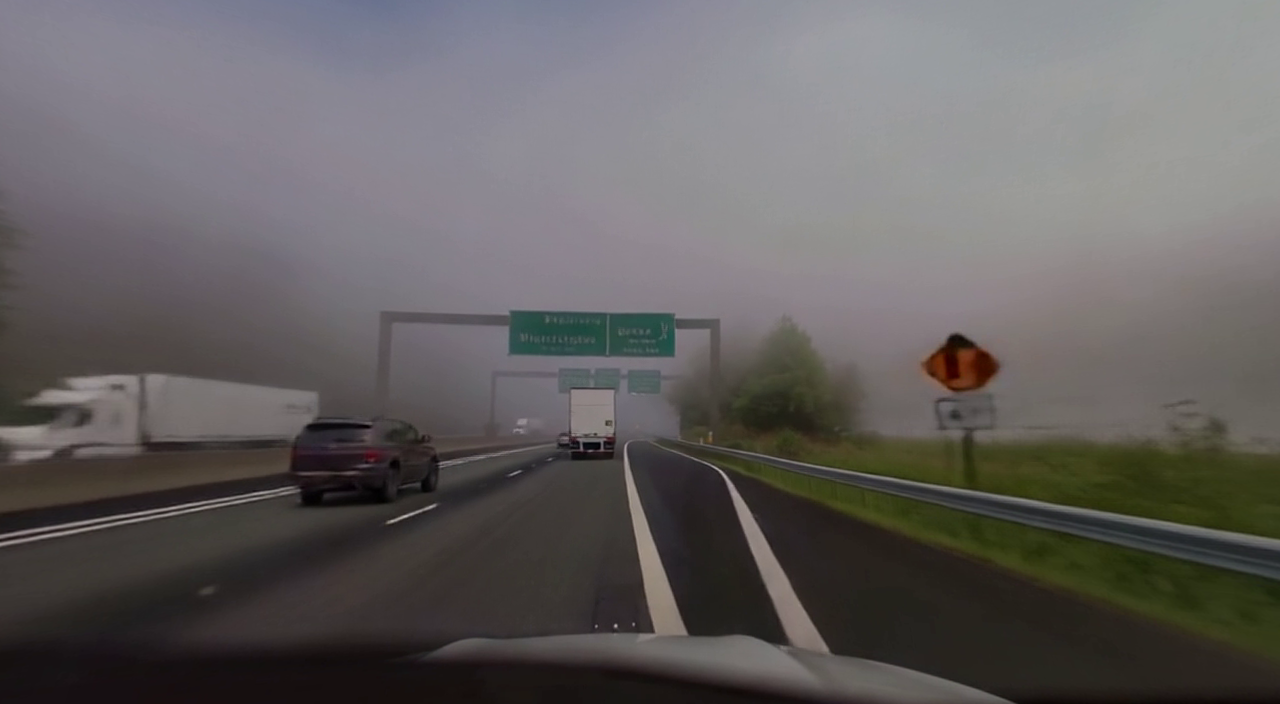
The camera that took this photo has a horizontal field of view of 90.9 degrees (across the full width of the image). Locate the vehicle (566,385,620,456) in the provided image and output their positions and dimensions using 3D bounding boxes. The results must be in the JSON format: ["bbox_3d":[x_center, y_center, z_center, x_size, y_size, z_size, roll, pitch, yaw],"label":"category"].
[{"bbox_3d":[-2.637,4.216,38.129,2.855,3.741,8.587,1,-7,-2],"label":"vehicle"}]

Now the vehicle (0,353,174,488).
[{"bbox_3d":[-19.357,2.360,21.130,2.953,3.896,5.885,0,-8,-3],"label":"vehicle"}]

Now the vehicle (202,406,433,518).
[{"bbox_3d":[-5.489,1.920,11.543,2.068,1.647,4.321,0,-8,-2],"label":"vehicle"}]
